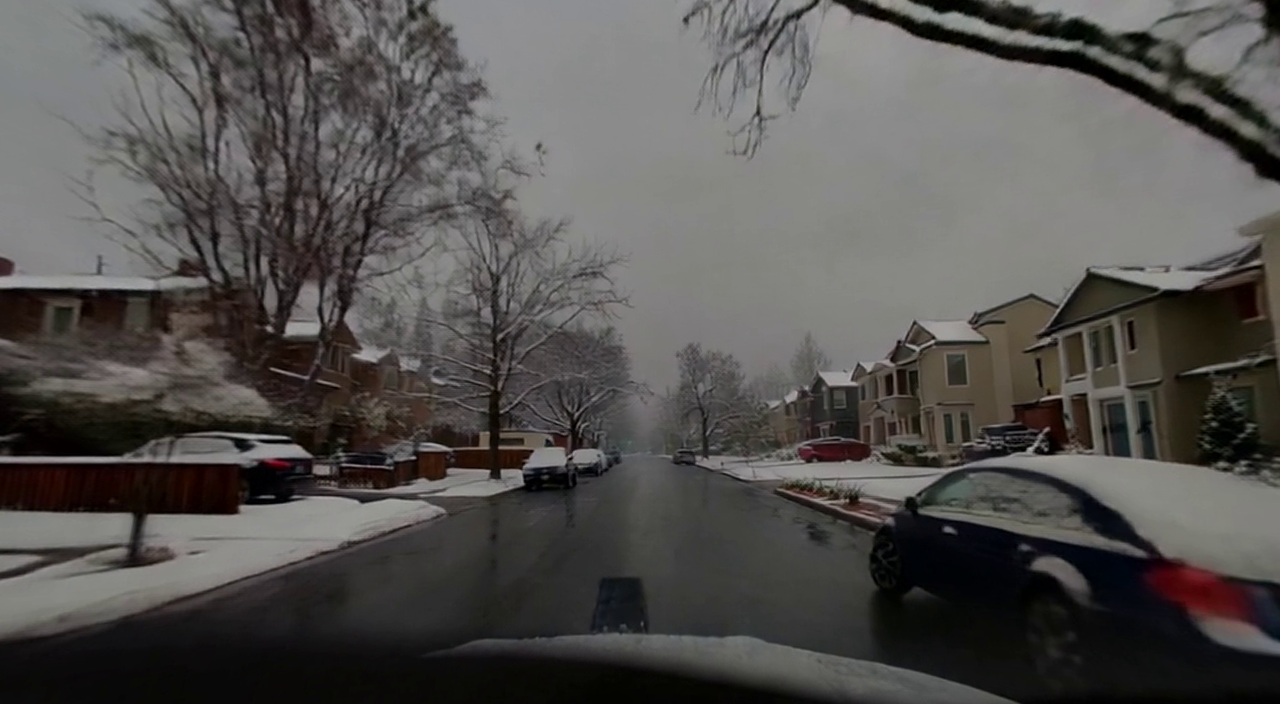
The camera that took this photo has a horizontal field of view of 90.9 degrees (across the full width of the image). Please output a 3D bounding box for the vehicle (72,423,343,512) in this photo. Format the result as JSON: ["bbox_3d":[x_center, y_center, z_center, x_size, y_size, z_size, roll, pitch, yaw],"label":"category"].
[{"bbox_3d":[-9.230,2.465,13.727,4.480,1.740,1.988,-1,-9,5],"label":"vehicle"}]

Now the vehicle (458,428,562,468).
[{"bbox_3d":[-9.280,6.952,45.659,6.780,2.770,2.970,0,-9,2],"label":"vehicle"}]

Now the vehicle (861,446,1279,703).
[{"bbox_3d":[3.372,1.411,4.583,1.996,1.409,4.446,0,-9,1],"label":"vehicle"}]

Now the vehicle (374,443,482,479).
[{"bbox_3d":[-10.101,5.208,30.271,4.414,1.658,1.988,0,-9,0],"label":"vehicle"}]

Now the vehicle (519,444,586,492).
[{"bbox_3d":[-3.306,4.506,24.607,1.974,1.664,4.539,0,-10,0],"label":"vehicle"}]
